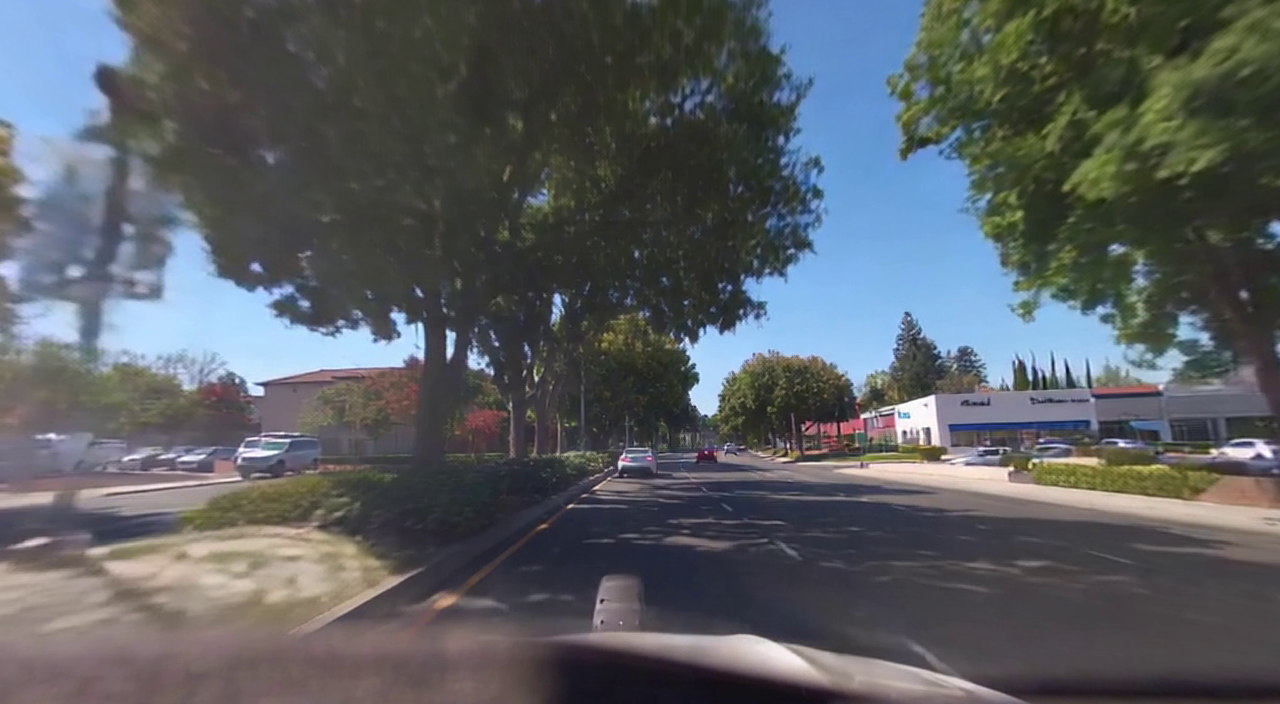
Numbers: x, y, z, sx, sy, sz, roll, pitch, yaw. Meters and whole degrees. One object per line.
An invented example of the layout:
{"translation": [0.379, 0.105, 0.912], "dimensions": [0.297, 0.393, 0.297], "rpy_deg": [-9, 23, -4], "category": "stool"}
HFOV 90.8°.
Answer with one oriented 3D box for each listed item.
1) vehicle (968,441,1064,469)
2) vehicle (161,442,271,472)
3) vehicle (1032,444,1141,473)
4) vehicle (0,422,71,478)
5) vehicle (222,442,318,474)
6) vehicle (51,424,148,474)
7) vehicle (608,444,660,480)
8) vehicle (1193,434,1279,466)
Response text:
{"translation": [21.360, 5.843, 35.981], "dimensions": [4.197, 1.505, 1.915], "rpy_deg": [0, -8, 1], "category": "vehicle"}
{"translation": [-31.282, 7.759, 46.897], "dimensions": [2.154, 2.021, 6.409], "rpy_deg": [-5, -10, 28], "category": "vehicle"}
{"translation": [21.441, 5.118, 30.437], "dimensions": [3.811, 1.355, 1.823], "rpy_deg": [0, -9, 0], "category": "vehicle"}
{"translation": [-32.130, 5.148, 32.755], "dimensions": [5.926, 2.638, 2.413], "rpy_deg": [-8, -12, 35], "category": "vehicle"}
{"translation": [-24.121, 6.855, 41.266], "dimensions": [5.104, 1.947, 2.106], "rpy_deg": [6, -10, -36], "category": "vehicle"}
{"translation": [-30.400, 5.526, 35.491], "dimensions": [5.689, 2.583, 2.285], "rpy_deg": [-7, -12, 32], "category": "vehicle"}
{"translation": [-0.180, 4.750, 27.585], "dimensions": [2.095, 1.456, 3.873], "rpy_deg": [0, -8, 2], "category": "vehicle"}
{"translation": [34.534, 5.576, 35.759], "dimensions": [4.366, 1.723, 1.944], "rpy_deg": [-1, -10, 3], "category": "vehicle"}
